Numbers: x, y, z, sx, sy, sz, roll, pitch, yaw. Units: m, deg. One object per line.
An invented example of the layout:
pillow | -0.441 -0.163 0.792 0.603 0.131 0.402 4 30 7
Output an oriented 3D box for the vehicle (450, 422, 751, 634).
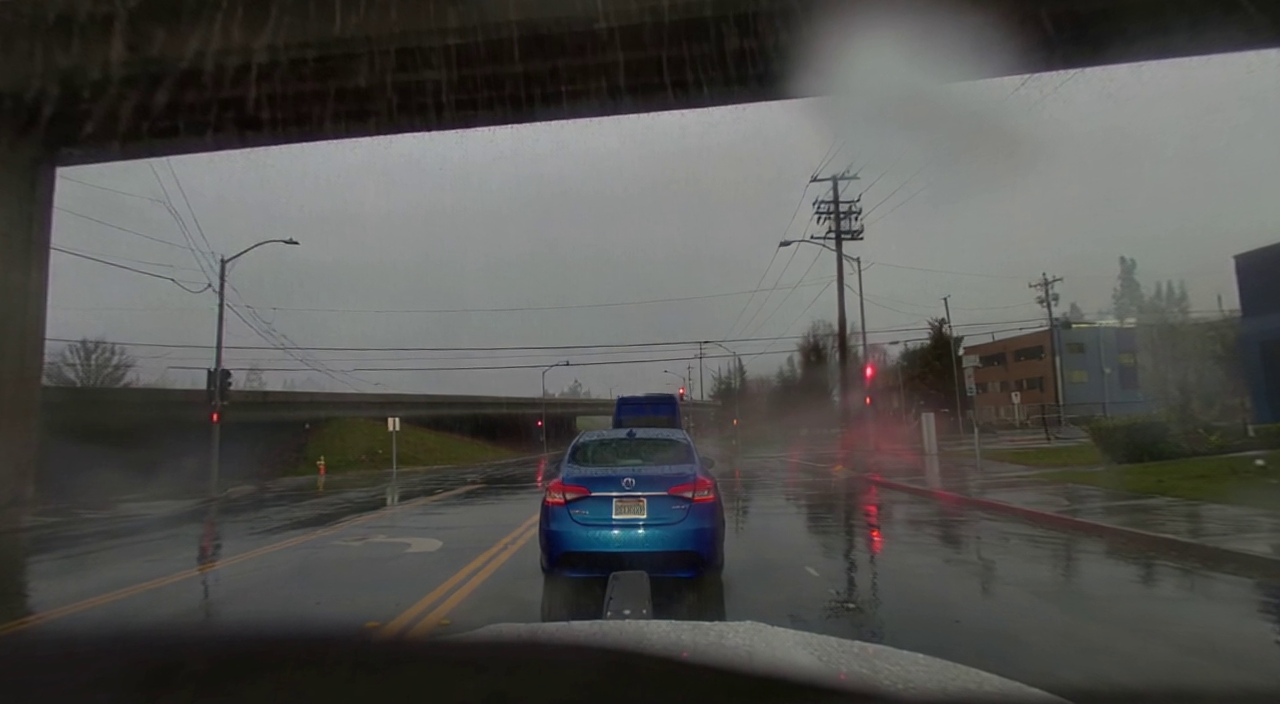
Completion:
vehicle | -0.240 1.534 6.476 2.090 1.458 4.033 -1 -9 1
